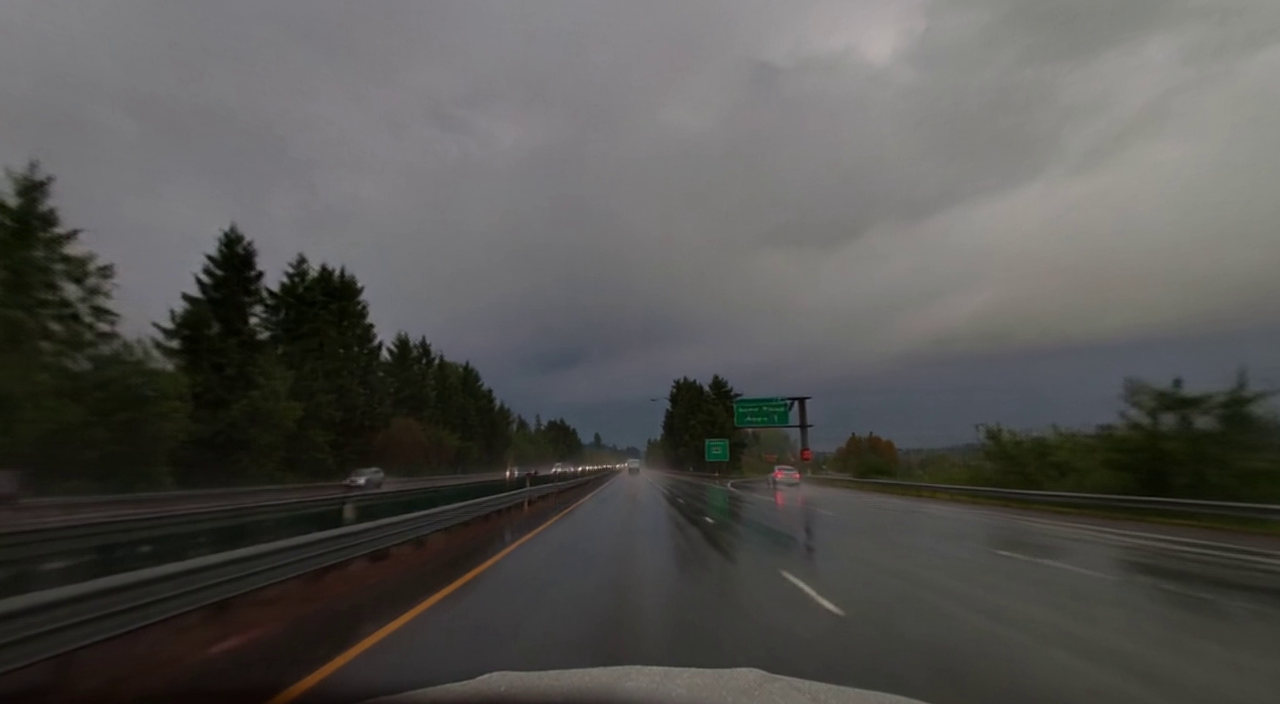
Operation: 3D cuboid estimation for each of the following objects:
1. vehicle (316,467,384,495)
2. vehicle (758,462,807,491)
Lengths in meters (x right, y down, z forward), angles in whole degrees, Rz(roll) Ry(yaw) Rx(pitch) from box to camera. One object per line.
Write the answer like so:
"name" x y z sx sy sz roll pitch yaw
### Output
"vehicle" -18.313 8.173 40.041 1.946 1.619 4.564 0 -10 3
"vehicle" 8.217 7.215 36.709 1.951 1.566 4.616 0 -10 2
